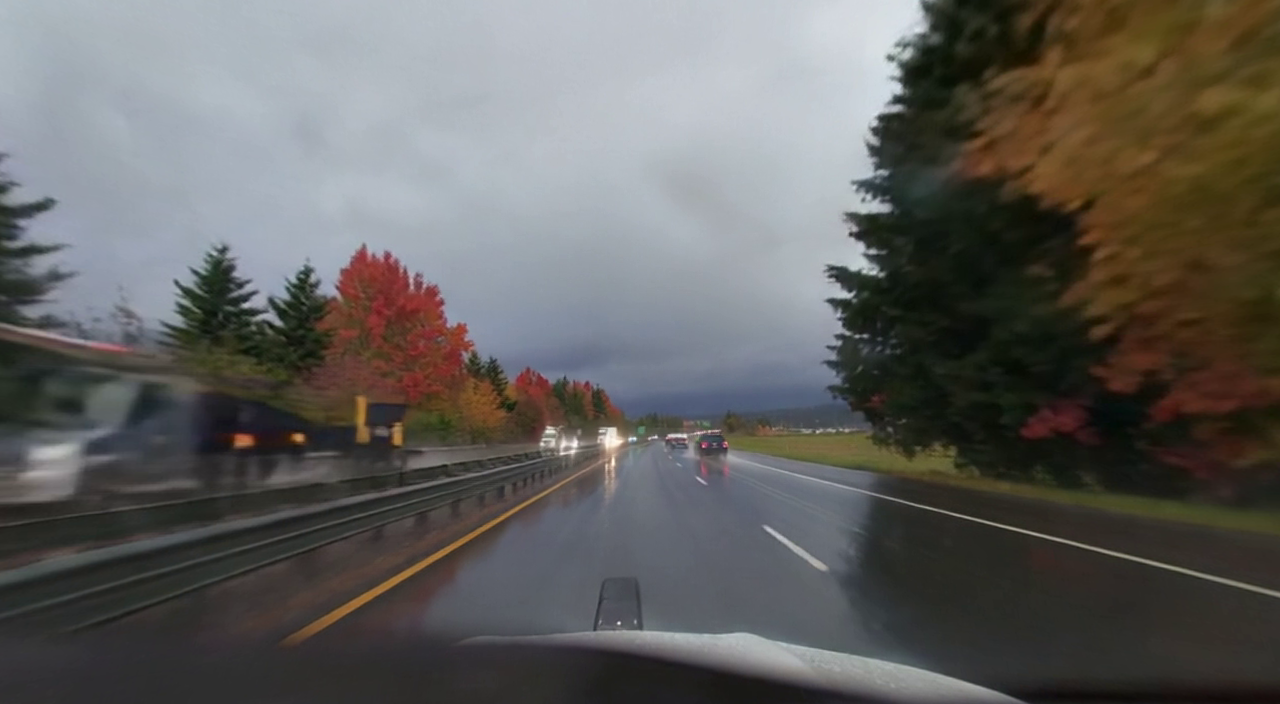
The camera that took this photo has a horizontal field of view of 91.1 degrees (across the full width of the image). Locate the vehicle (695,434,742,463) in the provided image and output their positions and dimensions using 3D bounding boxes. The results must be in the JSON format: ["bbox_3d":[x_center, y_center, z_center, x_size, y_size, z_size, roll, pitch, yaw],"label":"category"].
[{"bbox_3d":[4.280,5.328,34.823,2.024,1.516,4.197,0,-8,0],"label":"vehicle"}]

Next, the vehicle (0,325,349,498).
[{"bbox_3d":[-12.931,2.027,19.293,3.048,3.893,10.150,0,-8,0],"label":"vehicle"}]
